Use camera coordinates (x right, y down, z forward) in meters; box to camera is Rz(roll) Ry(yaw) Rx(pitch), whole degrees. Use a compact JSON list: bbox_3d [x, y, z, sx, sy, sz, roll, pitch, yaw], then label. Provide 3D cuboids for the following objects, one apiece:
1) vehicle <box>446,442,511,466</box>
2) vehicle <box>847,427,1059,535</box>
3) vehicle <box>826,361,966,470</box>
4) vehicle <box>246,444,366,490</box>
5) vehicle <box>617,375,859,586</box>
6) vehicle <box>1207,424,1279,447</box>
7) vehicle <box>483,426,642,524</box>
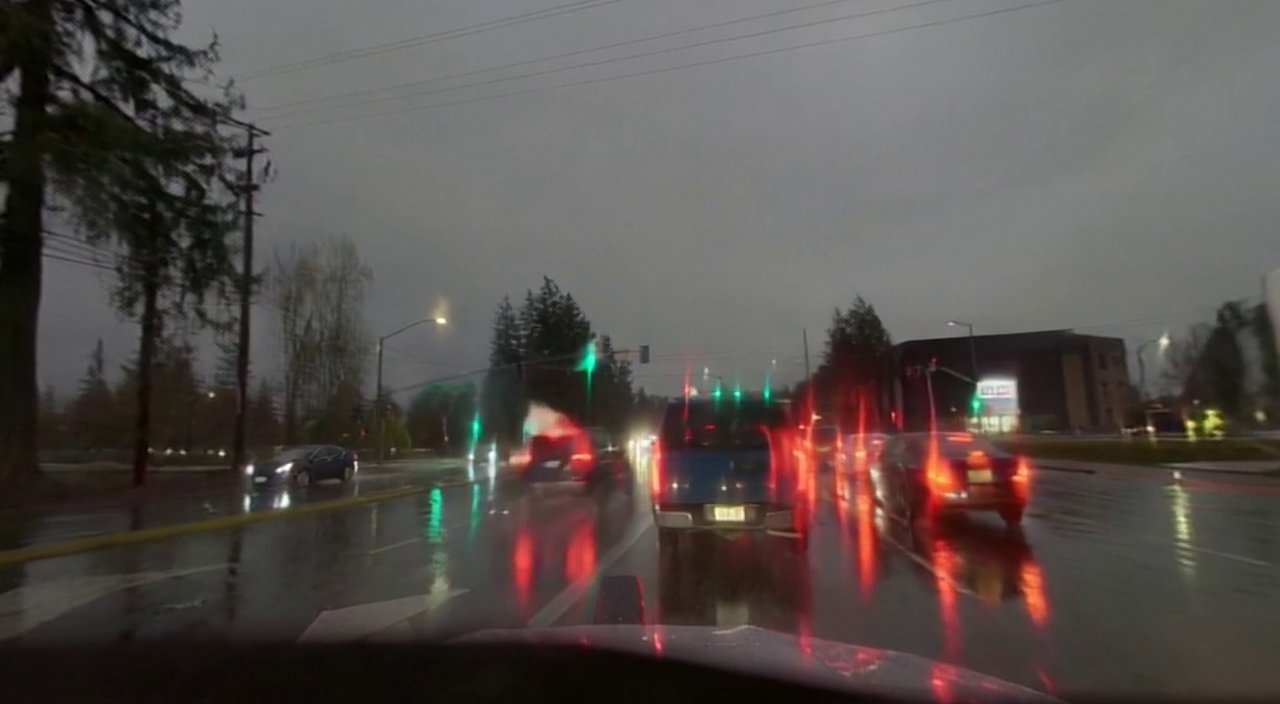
[{"bbox_3d":[-10.918,6.942,42.988,2.005,1.489,4.650,-3,-9,19],"label":"vehicle"},{"bbox_3d":[4.977,2.077,10.739,1.862,1.451,4.083,-1,-9,6],"label":"vehicle"},{"bbox_3d":[10.513,2.939,27.153,2.965,3.900,9.064,-1,-9,6],"label":"vehicle"},{"bbox_3d":[-13.678,4.709,26.134,2.018,1.715,4.451,-2,-9,10],"label":"vehicle"},{"bbox_3d":[1.195,1.505,8.099,2.188,1.892,4.488,-1,-9,8],"label":"vehicle"},{"bbox_3d":[40.316,5.573,41.777,1.840,1.457,4.080,-1,-9,8],"label":"vehicle"},{"bbox_3d":[-1.235,2.262,12.076,2.010,1.515,4.152,-1,-9,8],"label":"vehicle"}]
